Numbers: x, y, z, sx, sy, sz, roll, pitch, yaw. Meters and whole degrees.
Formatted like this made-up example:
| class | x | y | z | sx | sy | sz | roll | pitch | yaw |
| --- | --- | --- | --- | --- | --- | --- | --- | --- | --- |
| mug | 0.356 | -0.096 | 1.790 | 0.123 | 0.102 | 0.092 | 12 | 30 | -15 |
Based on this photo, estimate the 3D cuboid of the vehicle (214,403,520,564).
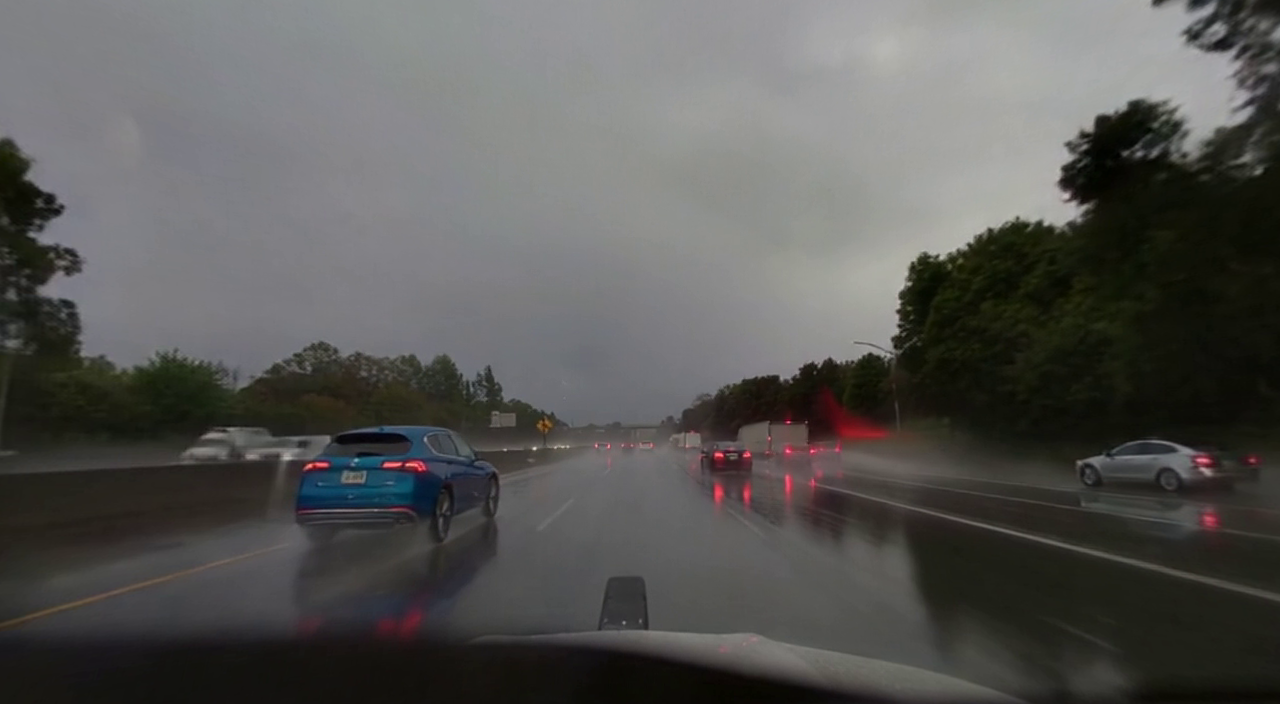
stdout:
| class | x | y | z | sx | sy | sz | roll | pitch | yaw |
| --- | --- | --- | --- | --- | --- | --- | --- | --- | --- |
| vehicle | -3.528 | 1.845 | 9.659 | 2.218 | 1.764 | 5.229 | 0 | -9 | 2 |

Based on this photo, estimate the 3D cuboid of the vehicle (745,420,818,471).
| class | x | y | z | sx | sy | sz | roll | pitch | yaw |
| --- | --- | --- | --- | --- | --- | --- | --- | --- | --- |
| vehicle | 7.741 | 5.193 | 35.092 | 2.729 | 2.628 | 4.875 | 0 | -9 | -2 |

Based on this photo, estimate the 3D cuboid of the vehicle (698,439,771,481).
| class | x | y | z | sx | sy | sz | roll | pitch | yaw |
| --- | --- | --- | --- | --- | --- | --- | --- | --- | --- |
| vehicle | 3.609 | 4.231 | 24.972 | 2.080 | 1.493 | 4.674 | 0 | -9 | -1 |

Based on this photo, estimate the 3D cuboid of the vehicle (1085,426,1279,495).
| class | x | y | z | sx | sy | sz | roll | pitch | yaw |
| --- | --- | --- | --- | --- | --- | --- | --- | --- | --- |
| vehicle | 18.467 | 3.632 | 21.491 | 2.221 | 1.995 | 5.803 | 0 | -9 | -2 |
